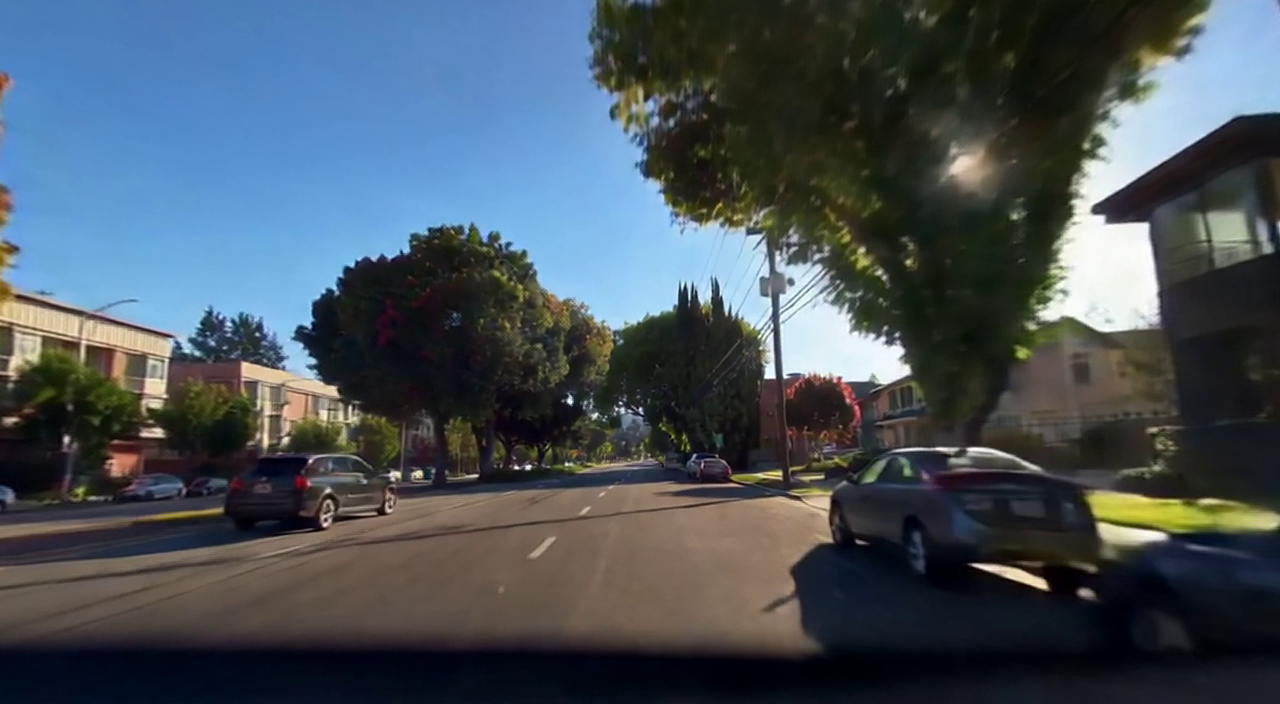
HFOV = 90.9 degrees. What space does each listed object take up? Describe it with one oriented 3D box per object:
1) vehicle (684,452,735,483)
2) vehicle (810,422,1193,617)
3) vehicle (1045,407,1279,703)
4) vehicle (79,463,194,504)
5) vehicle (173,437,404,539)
[{"bbox_3d":[3.733,6.298,34.590,2.259,1.500,4.474,0,-8,0],"label":"vehicle"},{"bbox_3d":[3.560,1.695,7.353,2.022,1.592,4.111,0,-8,0],"label":"vehicle"},{"bbox_3d":[3.477,0.836,1.531,2.010,1.488,4.262,-4,-7,-1],"label":"vehicle"},{"bbox_3d":[-25.591,6.658,32.315,1.894,1.787,4.711,0,-8,1],"label":"vehicle"},{"bbox_3d":[-6.681,2.590,12.740,2.000,1.671,4.497,0,-8,1],"label":"vehicle"}]
